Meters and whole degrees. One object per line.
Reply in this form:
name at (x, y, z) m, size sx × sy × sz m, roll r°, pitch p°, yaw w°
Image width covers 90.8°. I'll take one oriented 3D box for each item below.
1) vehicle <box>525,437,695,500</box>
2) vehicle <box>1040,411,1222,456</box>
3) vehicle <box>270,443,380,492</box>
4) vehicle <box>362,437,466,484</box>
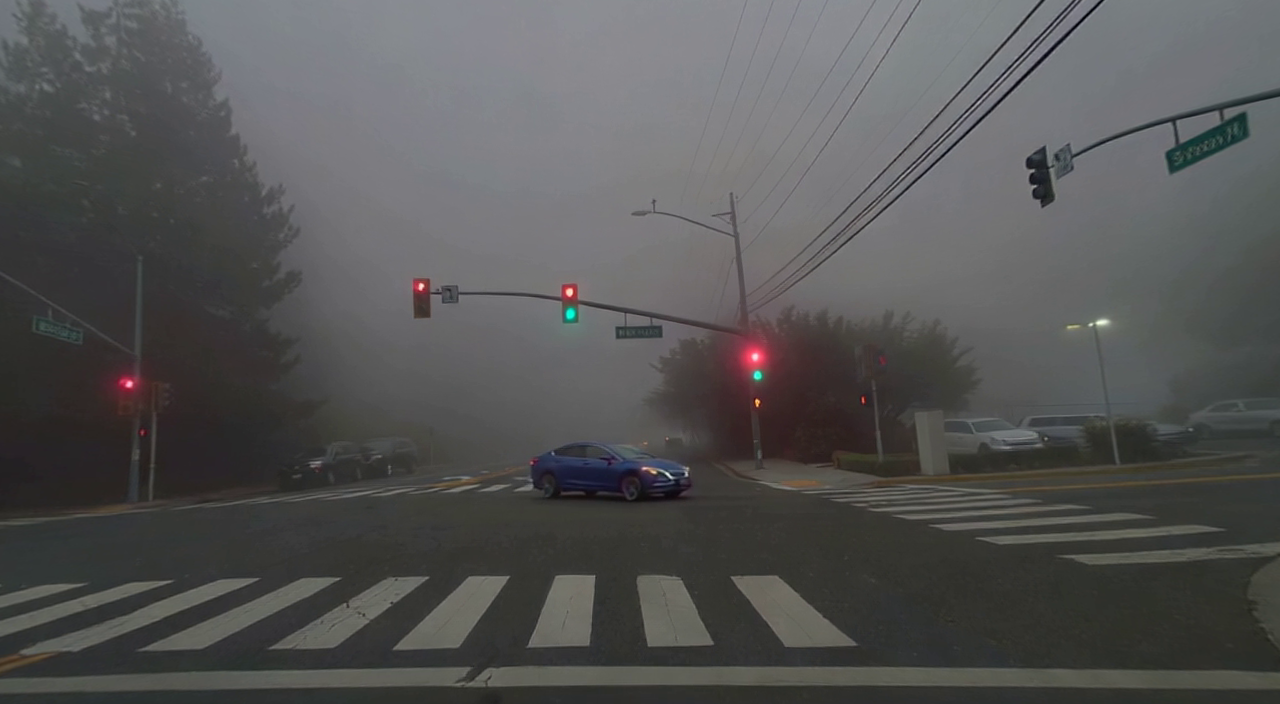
vehicle at (-0.940, 3.131, 17.403) m, size 4.592 × 1.470 × 2.071 m, roll -9°, pitch -12°, yaw 44°
vehicle at (16.956, 2.903, 22.103) m, size 4.560 × 1.453 × 1.851 m, roll -3°, pitch -9°, yaw 18°
vehicle at (-13.764, 5.063, 28.060) m, size 2.306 × 1.957 × 4.968 m, roll 0°, pitch -9°, yaw -1°
vehicle at (-10.142, 4.917, 28.983) m, size 2.664 × 1.940 × 5.702 m, roll 0°, pitch -9°, yaw 0°
